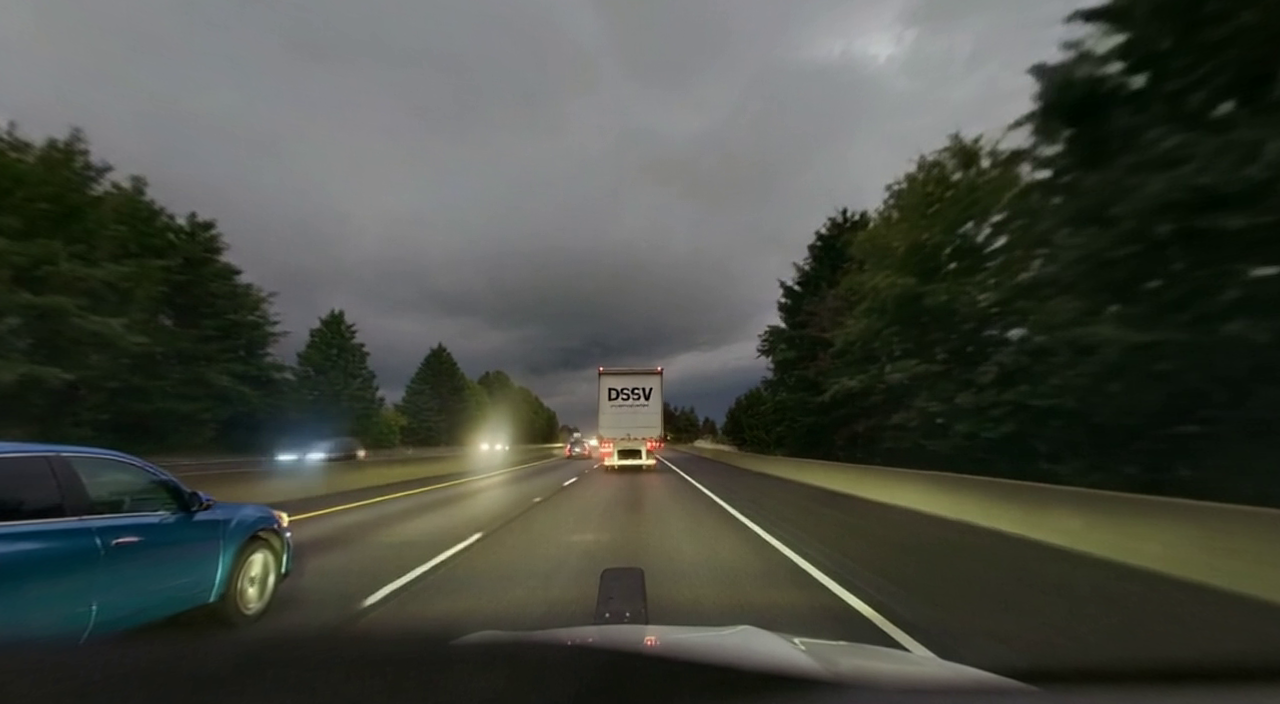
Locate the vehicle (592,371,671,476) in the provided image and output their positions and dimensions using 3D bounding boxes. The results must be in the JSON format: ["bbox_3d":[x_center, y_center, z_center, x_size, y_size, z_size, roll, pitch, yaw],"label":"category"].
[{"bbox_3d":[-0.438,3.381,28.844,2.969,3.957,10.270,0,-8,-1],"label":"vehicle"}]

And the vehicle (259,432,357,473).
[{"bbox_3d":[-13.554,4.111,26.021,1.790,1.518,4.111,0,-8,0],"label":"vehicle"}]
